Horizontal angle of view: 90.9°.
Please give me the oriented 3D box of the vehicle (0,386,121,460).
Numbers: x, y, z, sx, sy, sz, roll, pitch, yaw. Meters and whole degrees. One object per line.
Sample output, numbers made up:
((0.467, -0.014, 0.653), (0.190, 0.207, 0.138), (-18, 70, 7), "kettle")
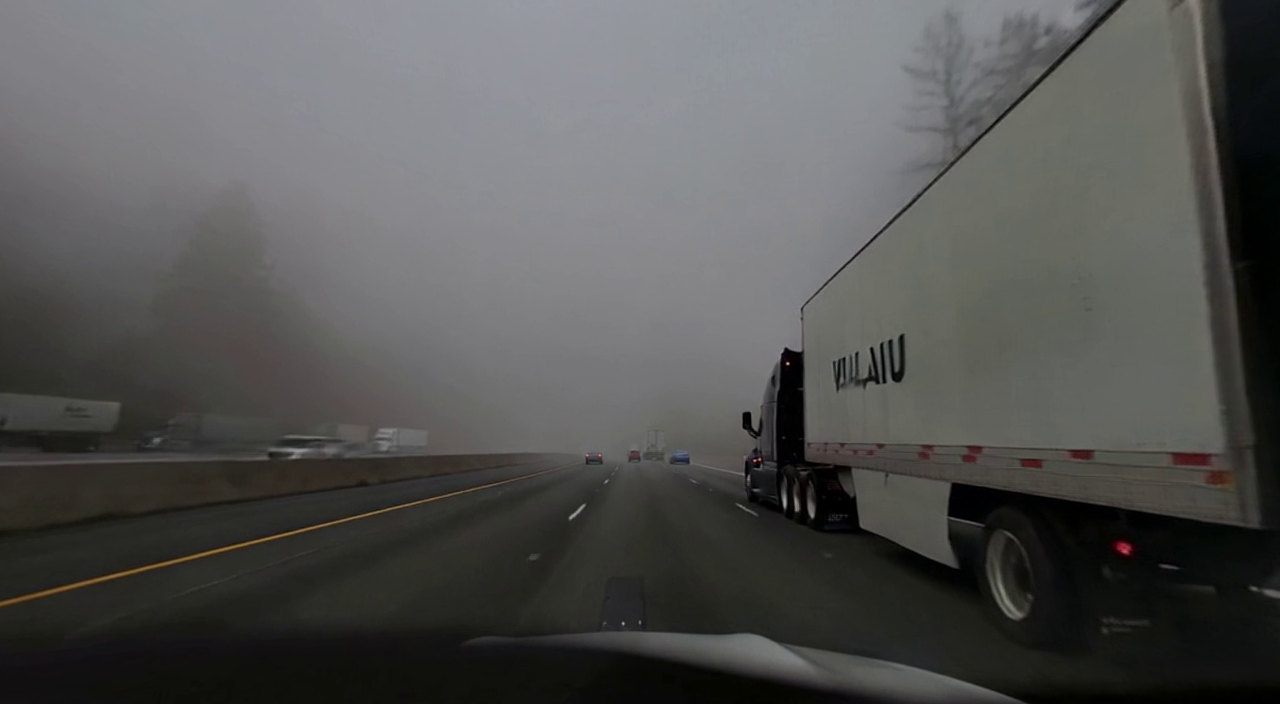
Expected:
((-36.832, 3.984, 35.282), (2.867, 4.022, 14.159), (0, -9, 3), "vehicle")

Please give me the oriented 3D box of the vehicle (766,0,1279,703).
((4.401, 0.404, 6.961), (2.847, 4.075, 14.244), (0, -9, -1), "vehicle")

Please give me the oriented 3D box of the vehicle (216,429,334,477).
((-16.145, 4.514, 28.336), (2.163, 1.930, 5.305), (0, -9, -1), "vehicle")
